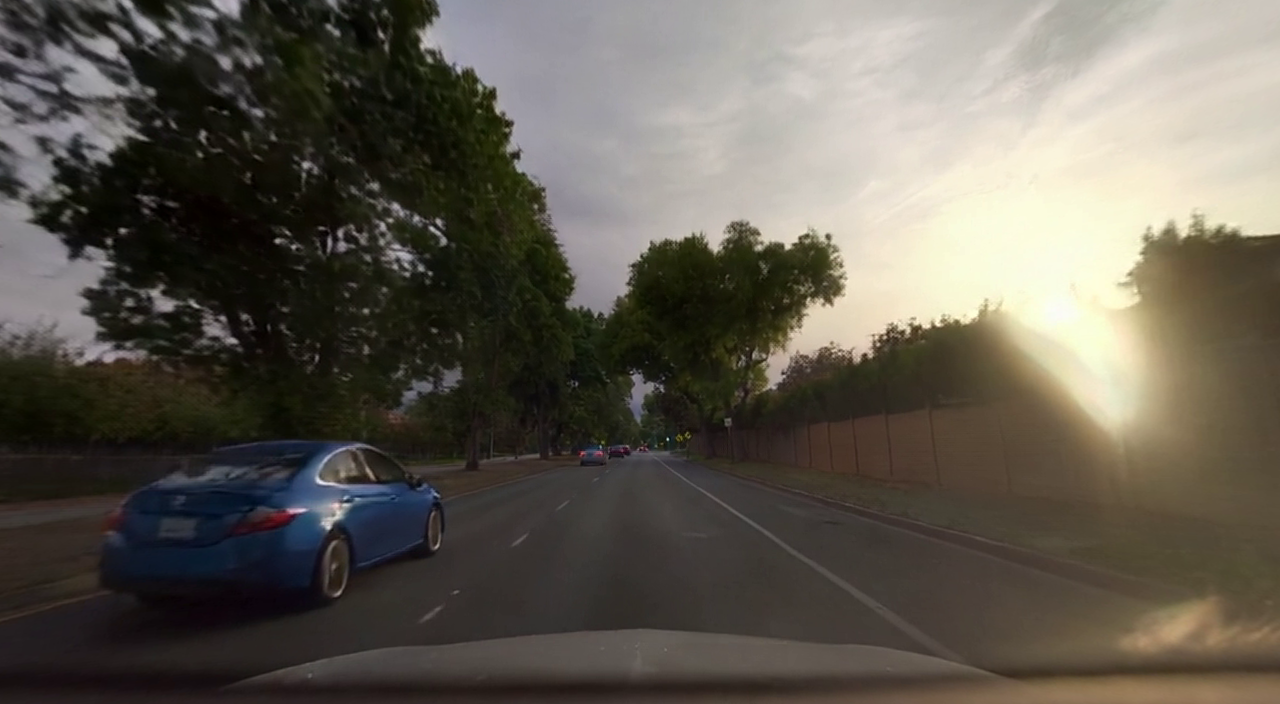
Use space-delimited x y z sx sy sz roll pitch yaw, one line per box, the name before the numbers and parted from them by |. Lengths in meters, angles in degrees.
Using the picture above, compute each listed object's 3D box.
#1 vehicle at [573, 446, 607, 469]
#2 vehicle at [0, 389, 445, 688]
vehicle | -3.210 6.928 41.578 1.870 1.431 4.317 0 -9 0
vehicle | -3.473 1.374 5.850 1.919 1.650 4.546 0 -9 -1
